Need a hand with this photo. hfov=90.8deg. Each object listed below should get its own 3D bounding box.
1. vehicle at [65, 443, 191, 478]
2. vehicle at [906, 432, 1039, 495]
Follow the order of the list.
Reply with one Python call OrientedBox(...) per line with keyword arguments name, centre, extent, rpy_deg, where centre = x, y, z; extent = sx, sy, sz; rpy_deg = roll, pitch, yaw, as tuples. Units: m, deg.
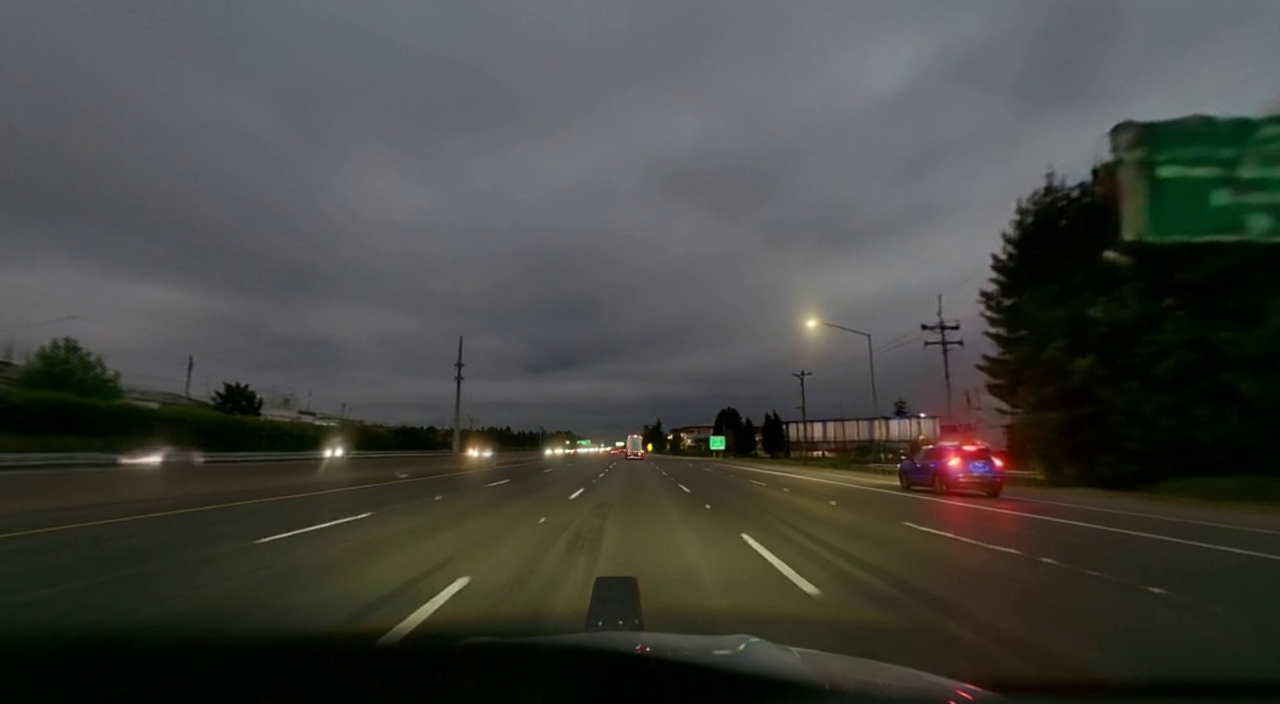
OrientedBox(name="vehicle", centre=(-23.895, 5.081, 29.750), extent=(1.966, 1.494, 4.762), rpy_deg=(0, -9, -1))
OrientedBox(name="vehicle", centre=(13.588, 4.574, 26.347), extent=(2.411, 2.326, 5.300), rpy_deg=(0, -9, -3))
